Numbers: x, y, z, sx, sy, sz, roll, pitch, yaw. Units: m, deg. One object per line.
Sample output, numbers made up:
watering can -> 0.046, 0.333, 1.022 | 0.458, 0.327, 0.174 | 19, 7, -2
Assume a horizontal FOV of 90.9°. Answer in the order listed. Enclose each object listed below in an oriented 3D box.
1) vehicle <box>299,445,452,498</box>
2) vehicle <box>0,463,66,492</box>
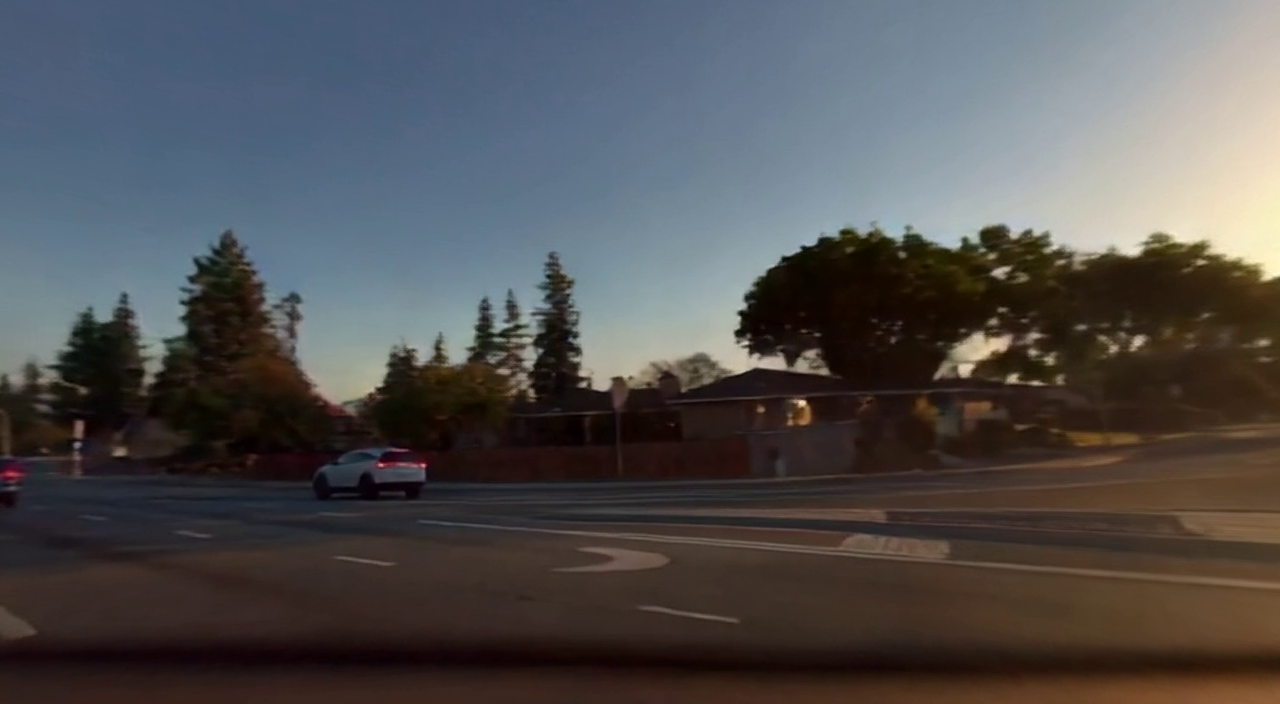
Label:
vehicle -> -9.734, 4.354, 23.285 | 4.995, 1.798, 2.102 | -3, -9, 18
vehicle -> -35.703, 7.224, 36.492 | 4.882, 1.460, 1.933 | -5, -9, 27
